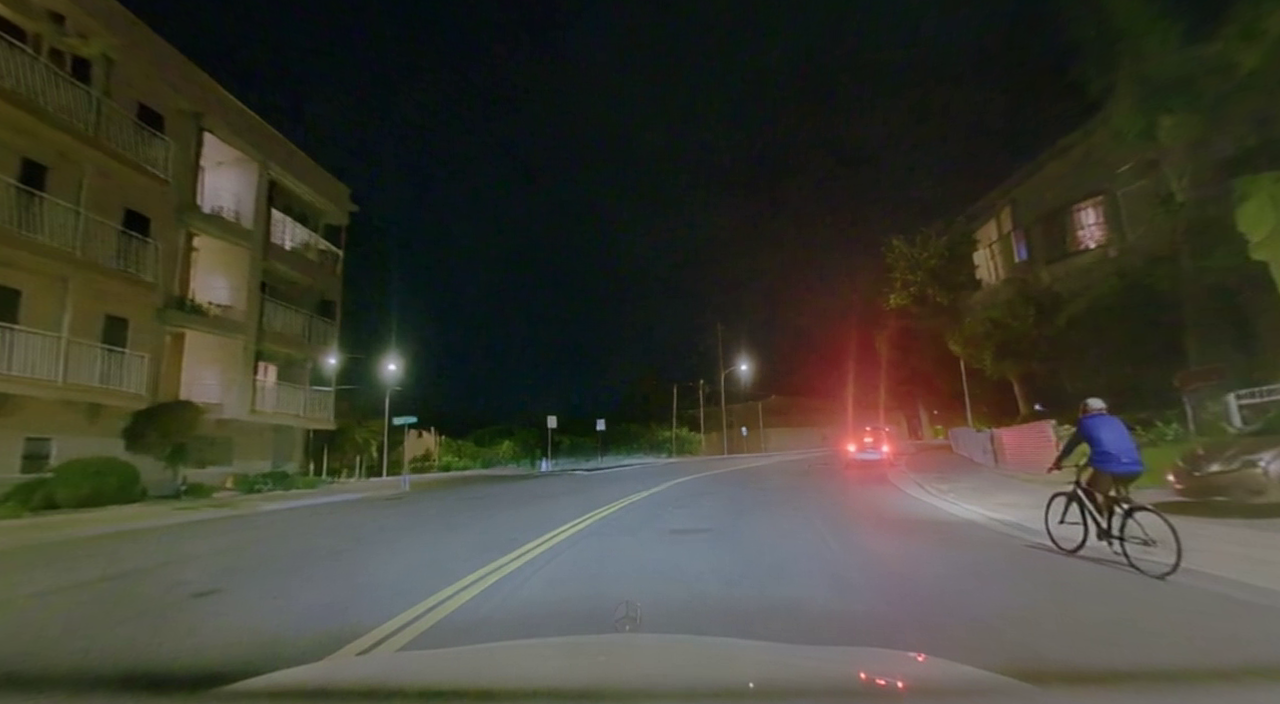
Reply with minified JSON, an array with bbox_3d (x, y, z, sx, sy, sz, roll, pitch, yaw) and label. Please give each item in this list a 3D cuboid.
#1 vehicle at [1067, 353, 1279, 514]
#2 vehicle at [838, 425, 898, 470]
[{"bbox_3d":[10.339,0.990,9.248,6.099,1.973,2.450,-6,-9,5],"label":"vehicle"},{"bbox_3d":[9.557,4.002,26.436,2.105,1.705,4.392,-3,-9,20],"label":"vehicle"}]
